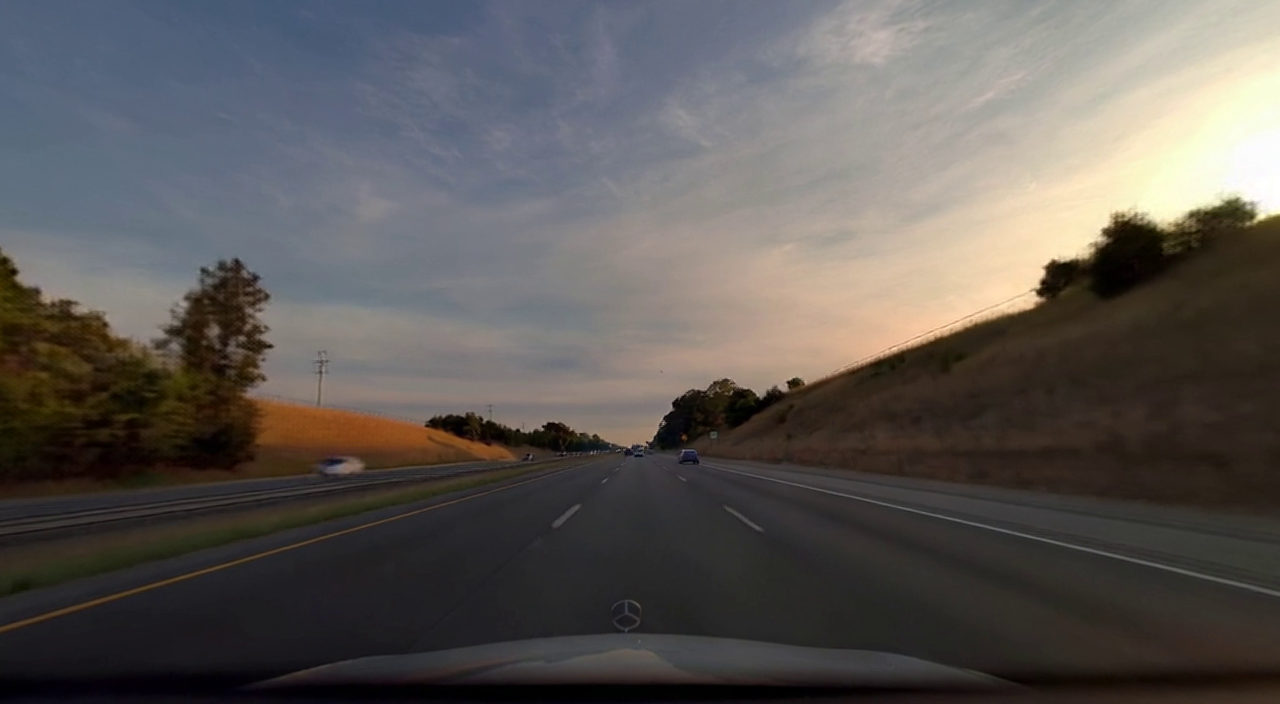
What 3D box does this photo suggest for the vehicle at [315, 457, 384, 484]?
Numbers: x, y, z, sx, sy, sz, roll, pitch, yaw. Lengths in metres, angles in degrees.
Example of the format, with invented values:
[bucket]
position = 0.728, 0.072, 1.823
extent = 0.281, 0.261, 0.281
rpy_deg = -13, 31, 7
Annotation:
[vehicle]
position = -16.518, 6.720, 36.124
extent = 1.926, 1.385, 4.054
rpy_deg = 0, -9, 1
